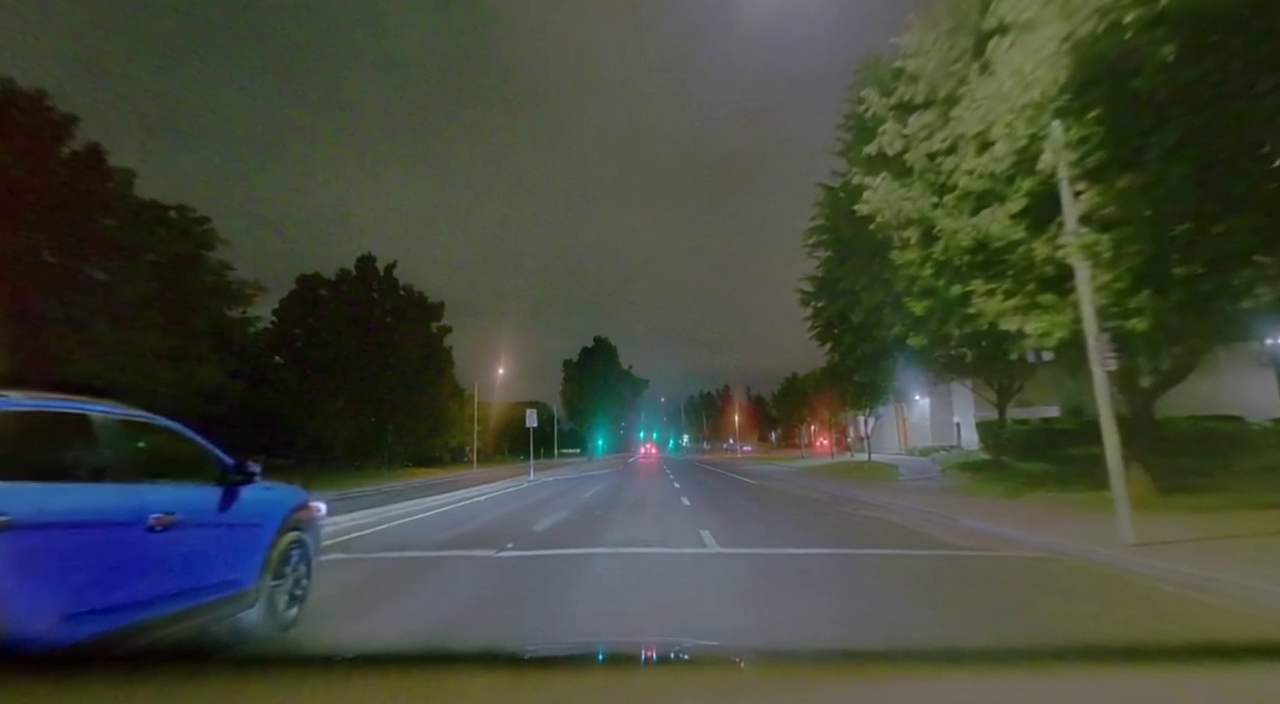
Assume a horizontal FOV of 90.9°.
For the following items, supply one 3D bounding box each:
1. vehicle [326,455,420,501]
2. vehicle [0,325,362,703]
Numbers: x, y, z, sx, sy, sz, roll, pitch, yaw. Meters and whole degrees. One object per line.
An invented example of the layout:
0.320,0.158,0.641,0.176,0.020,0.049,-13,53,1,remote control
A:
-10.698,5.047,25.625,1.813,1.578,4.332,-1,-8,2,vehicle
-3.628,0.983,3.466,2.251,1.800,4.959,0,-9,-4,vehicle
